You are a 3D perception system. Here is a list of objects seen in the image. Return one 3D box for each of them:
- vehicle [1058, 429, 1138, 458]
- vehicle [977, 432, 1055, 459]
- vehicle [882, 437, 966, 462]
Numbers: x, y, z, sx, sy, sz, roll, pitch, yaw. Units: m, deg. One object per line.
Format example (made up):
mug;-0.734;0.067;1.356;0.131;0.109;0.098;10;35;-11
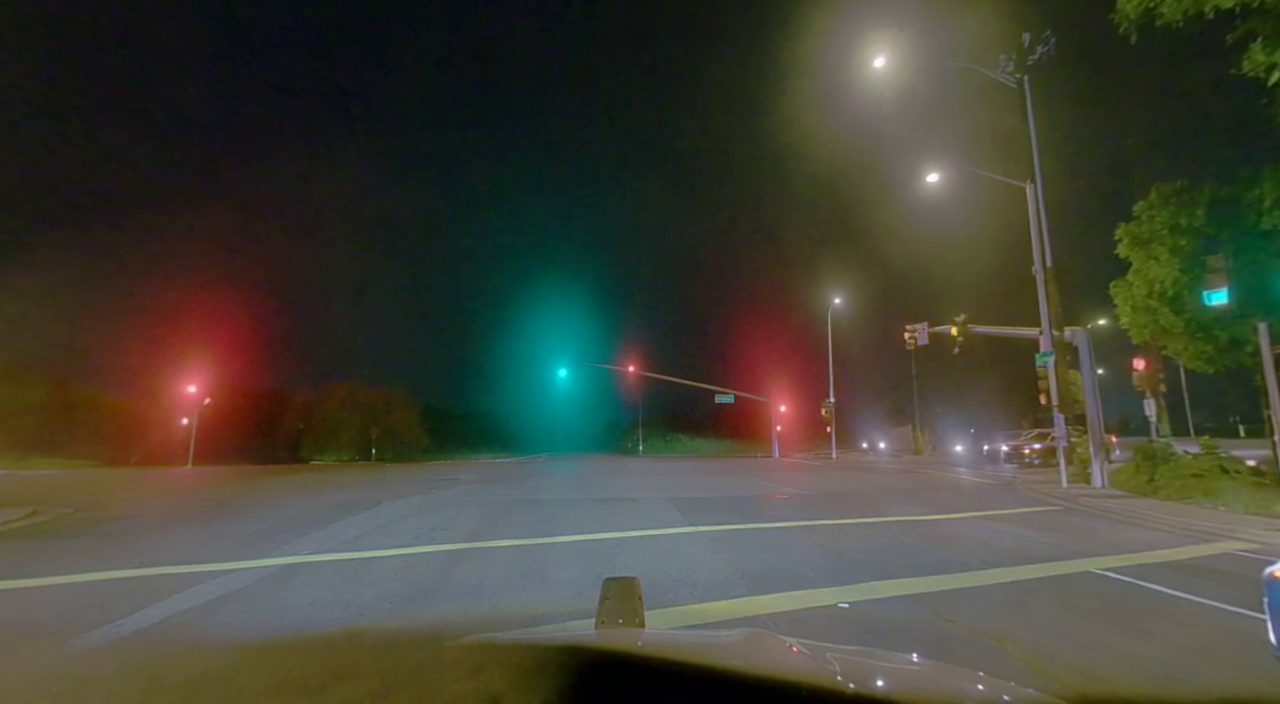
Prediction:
vehicle;36.109;7.212;49.739;6.148;2.119;2.473;4;-10;-28
vehicle;26.956;6.730;45.253;5.032;1.828;2.183;4;-9;-24
vehicle;18.710;6.428;41.614;5.234;1.549;1.982;4;-9;-24
